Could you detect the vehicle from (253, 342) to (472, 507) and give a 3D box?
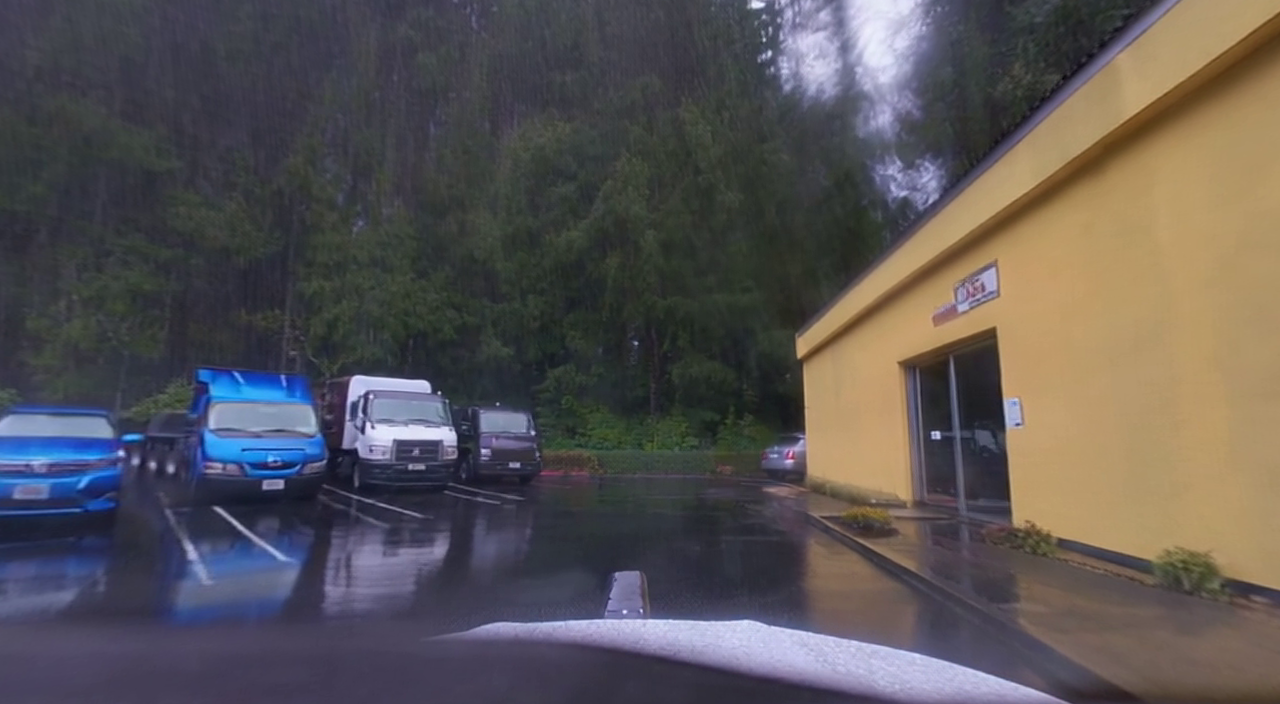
[{"bbox_3d":[-9.829,2.623,21.051,2.948,4.069,11.906,8,-12,-41],"label":"vehicle"}]

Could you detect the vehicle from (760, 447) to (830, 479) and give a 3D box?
[{"bbox_3d":[7.927,5.605,32.127,3.473,1.506,1.809,8,-12,-44],"label":"vehicle"}]

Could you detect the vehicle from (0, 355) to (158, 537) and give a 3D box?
[{"bbox_3d":[-12.741,2.083,13.846,2.674,3.007,7.819,7,-12,-40],"label":"vehicle"}]

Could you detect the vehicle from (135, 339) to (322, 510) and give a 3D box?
[{"bbox_3d":[-13.257,2.445,19.596,3.038,3.871,11.512,7,-12,-40],"label":"vehicle"}]
